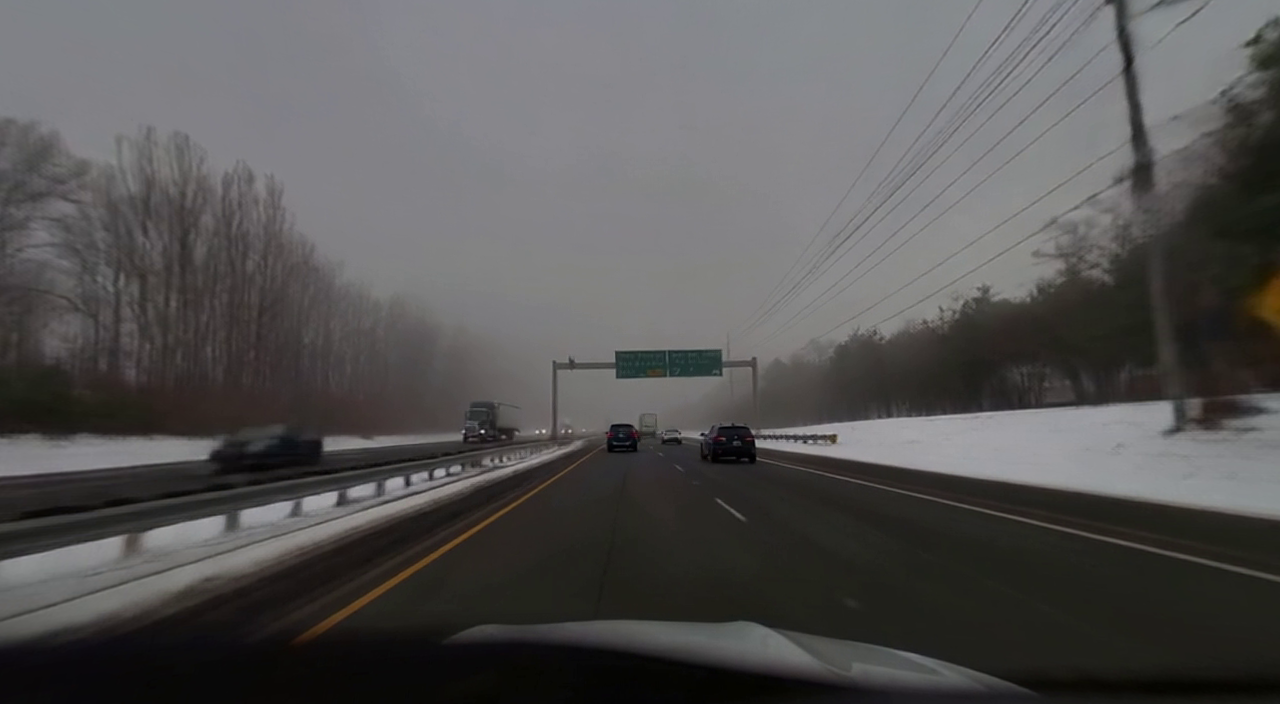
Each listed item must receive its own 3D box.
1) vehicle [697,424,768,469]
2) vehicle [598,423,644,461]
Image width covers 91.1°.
[{"bbox_3d":[3.410,3.583,24.051,2.062,1.581,3.914,0,-8,-1],"label":"vehicle"},{"bbox_3d":[-0.918,4.429,31.171,2.134,1.710,4.049,0,-7,-1],"label":"vehicle"}]
